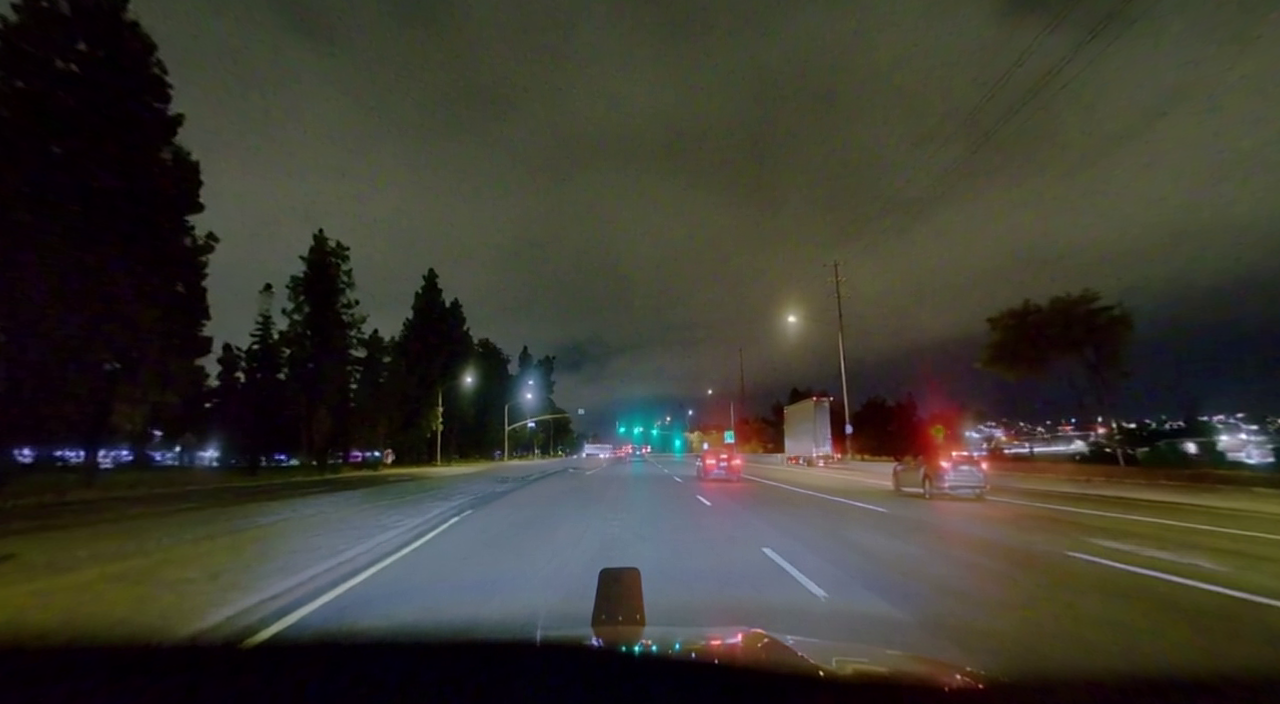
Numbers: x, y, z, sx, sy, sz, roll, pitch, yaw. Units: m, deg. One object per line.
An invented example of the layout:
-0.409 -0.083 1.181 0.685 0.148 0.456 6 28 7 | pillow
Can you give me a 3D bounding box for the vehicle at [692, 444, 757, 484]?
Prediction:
3.364 4.541 25.960 1.948 1.479 4.620 0 -8 -1 | vehicle
